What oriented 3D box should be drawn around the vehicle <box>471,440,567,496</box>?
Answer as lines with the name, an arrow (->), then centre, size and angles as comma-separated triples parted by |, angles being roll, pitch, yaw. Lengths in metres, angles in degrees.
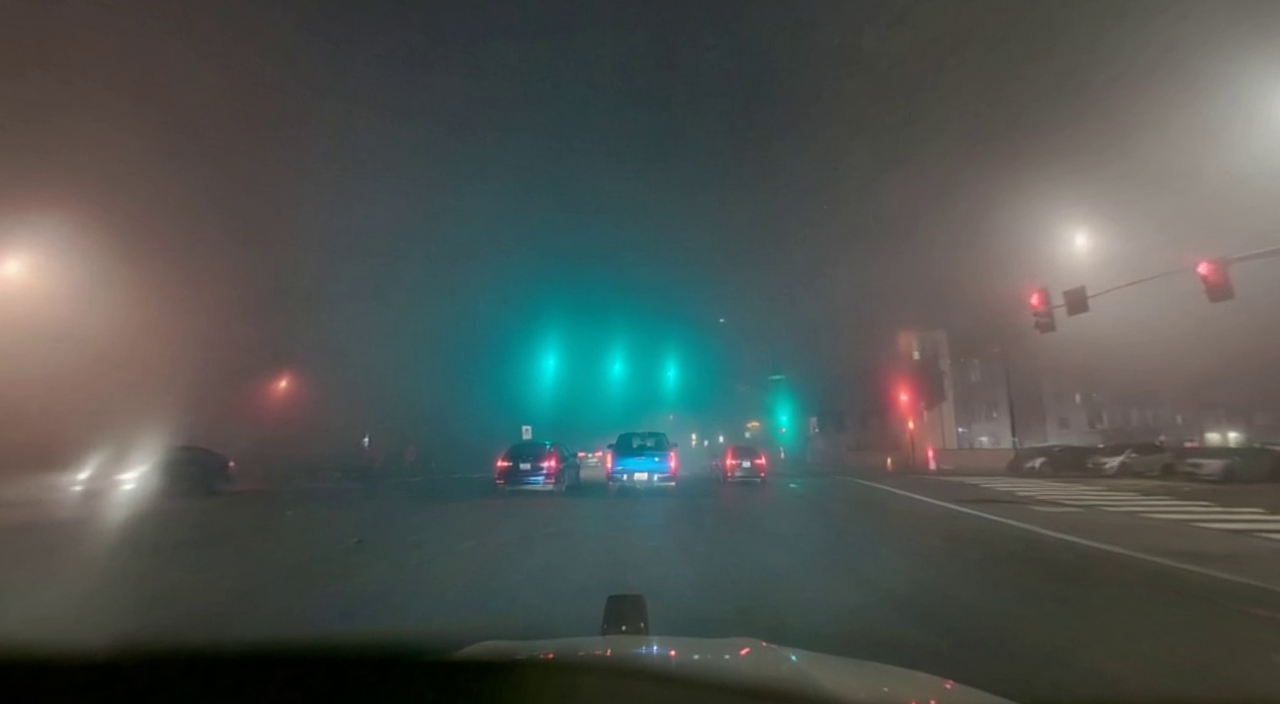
vehicle -> -3.534, 3.450, 19.267 | 1.986, 1.465, 4.509 | 0, -8, 1

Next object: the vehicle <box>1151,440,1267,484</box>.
vehicle -> 23.645, 4.510, 26.183 | 4.705, 1.675, 1.890 | 4, -9, -27

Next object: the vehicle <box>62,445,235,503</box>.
vehicle -> -15.909, 3.915, 20.806 | 2.012, 1.674, 4.522 | 0, -8, 1

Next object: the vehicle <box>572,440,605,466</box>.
vehicle -> -3.558, 7.080, 44.392 | 2.018, 1.700, 4.142 | 0, -8, 0

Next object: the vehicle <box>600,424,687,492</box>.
vehicle -> 0.103, 3.407, 20.612 | 2.493, 1.934, 4.957 | 0, -8, 0

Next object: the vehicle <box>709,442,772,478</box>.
vehicle -> 4.395, 4.785, 28.240 | 1.968, 1.472, 4.456 | 0, -8, -1

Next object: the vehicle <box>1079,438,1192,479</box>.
vehicle -> 23.124, 4.904, 29.406 | 4.786, 1.777, 2.248 | 4, -9, -28

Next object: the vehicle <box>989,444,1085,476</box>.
vehicle -> 19.960, 5.364, 31.651 | 4.417, 1.492, 1.943 | 4, -9, -26
